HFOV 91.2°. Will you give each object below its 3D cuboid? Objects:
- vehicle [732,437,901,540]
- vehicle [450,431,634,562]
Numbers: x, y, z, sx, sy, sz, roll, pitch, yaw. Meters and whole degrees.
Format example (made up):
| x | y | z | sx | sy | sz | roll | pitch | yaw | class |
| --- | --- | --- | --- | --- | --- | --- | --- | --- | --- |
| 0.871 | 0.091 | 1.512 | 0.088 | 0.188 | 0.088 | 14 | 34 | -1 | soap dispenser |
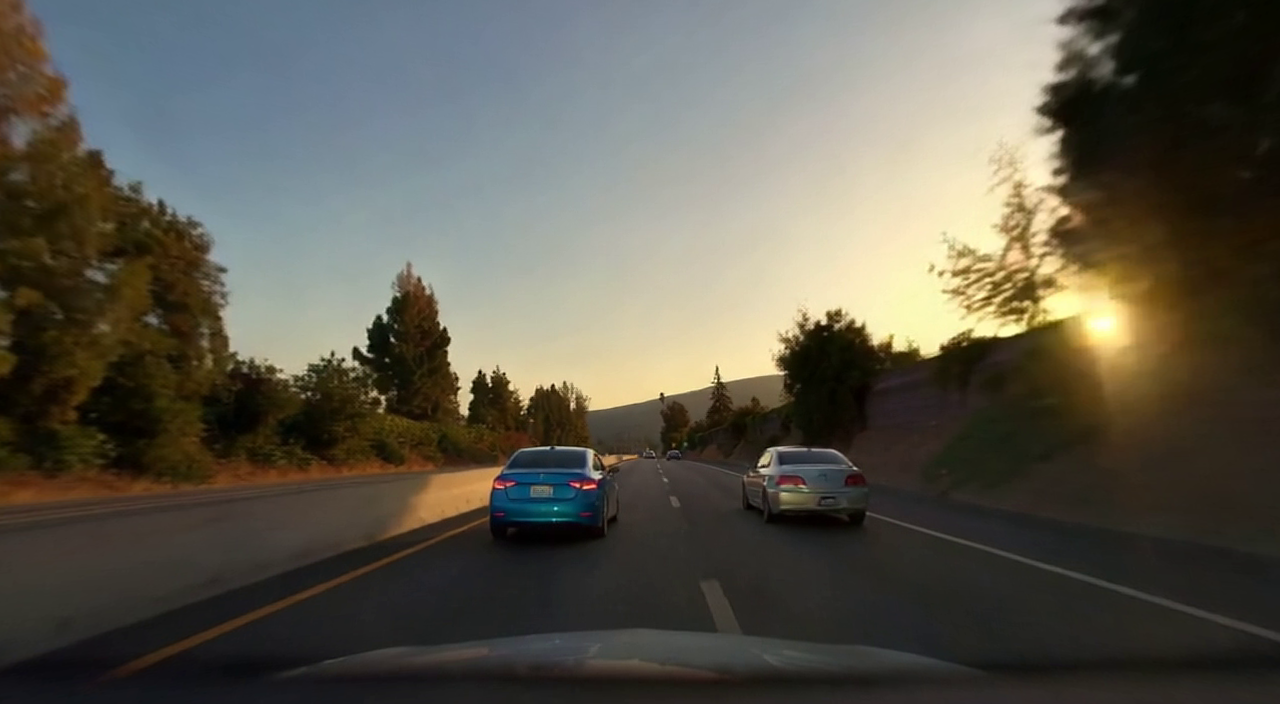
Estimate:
| x | y | z | sx | sy | sz | roll | pitch | yaw | class |
| --- | --- | --- | --- | --- | --- | --- | --- | --- | --- |
| 2.984 | 2.386 | 11.595 | 2.021 | 1.533 | 4.014 | -1 | -9 | 1 | vehicle |
| -1.196 | 2.060 | 9.696 | 2.083 | 1.548 | 4.251 | -1 | -9 | 1 | vehicle |
